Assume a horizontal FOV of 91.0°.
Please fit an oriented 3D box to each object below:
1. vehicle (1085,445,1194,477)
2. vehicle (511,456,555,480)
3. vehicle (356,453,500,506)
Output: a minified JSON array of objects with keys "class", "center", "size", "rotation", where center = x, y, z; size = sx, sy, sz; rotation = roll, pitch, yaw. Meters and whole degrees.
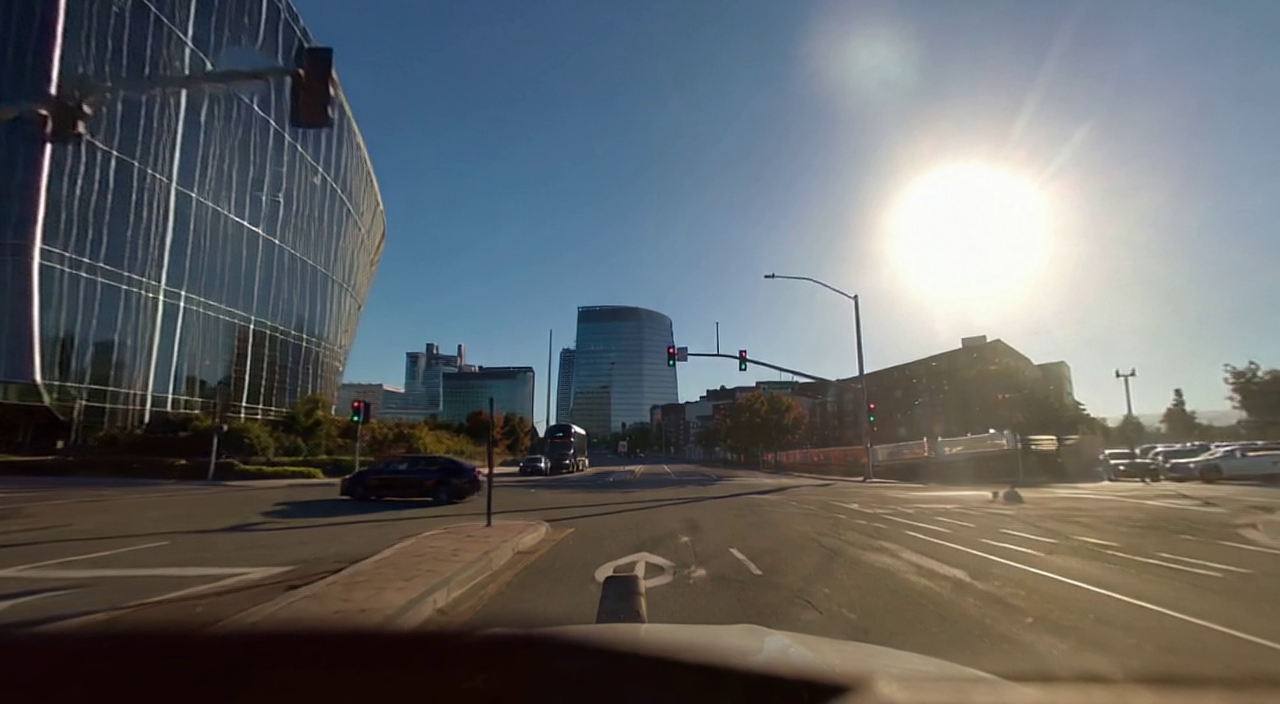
[{"class":"vehicle","center":[25.033,5.449,31.804],"size":[2.021,1.484,4.454],"rotation":[0,-9,3]},{"class":"vehicle","center":[-7.426,8.075,44.047],"size":[2.113,1.535,4.504],"rotation":[0,-9,2]},{"class":"vehicle","center":[-6.953,4.116,20.658],"size":[4.197,1.525,2.014],"rotation":[-4,-10,26]}]
